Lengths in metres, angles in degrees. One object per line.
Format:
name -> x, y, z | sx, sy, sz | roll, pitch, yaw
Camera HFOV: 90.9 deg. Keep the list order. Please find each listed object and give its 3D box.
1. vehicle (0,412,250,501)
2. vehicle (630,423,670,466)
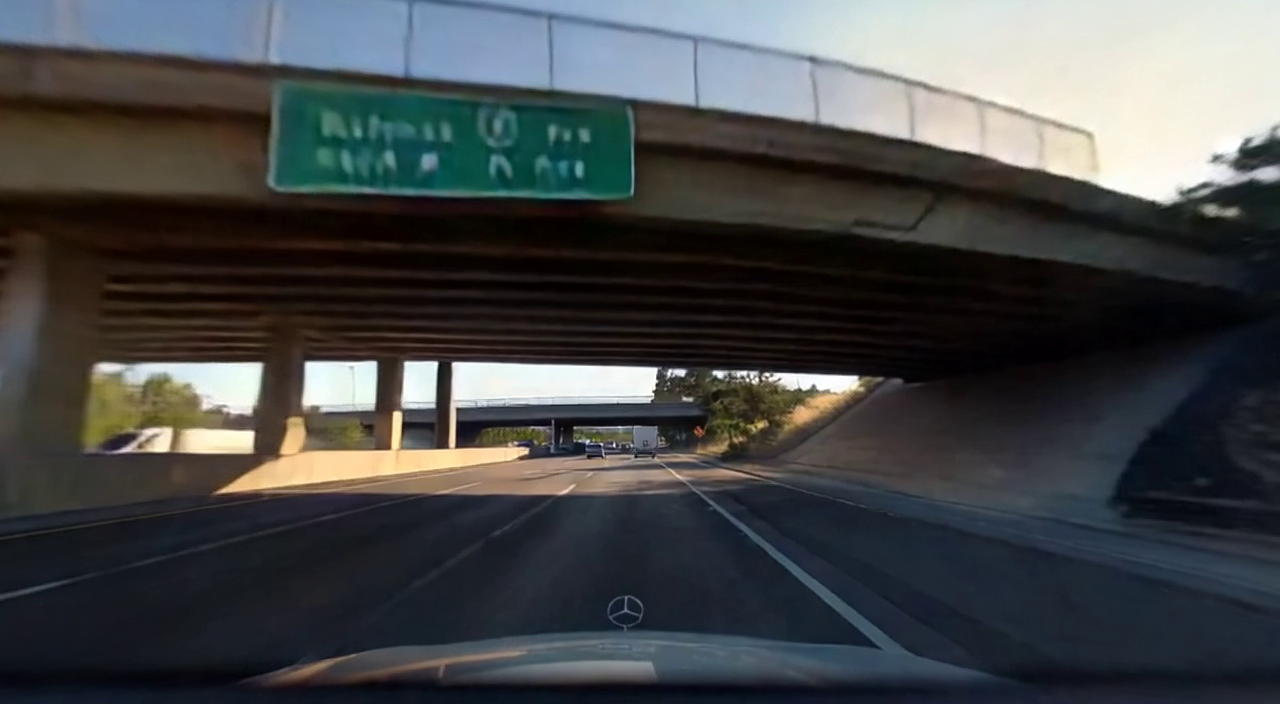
vehicle -> -24.443, 4.876, 29.810 | 2.955, 3.191, 14.095 | 0, -9, 1
vehicle -> 0.658, 7.226, 49.132 | 2.790, 3.075, 7.414 | 0, -9, -2
